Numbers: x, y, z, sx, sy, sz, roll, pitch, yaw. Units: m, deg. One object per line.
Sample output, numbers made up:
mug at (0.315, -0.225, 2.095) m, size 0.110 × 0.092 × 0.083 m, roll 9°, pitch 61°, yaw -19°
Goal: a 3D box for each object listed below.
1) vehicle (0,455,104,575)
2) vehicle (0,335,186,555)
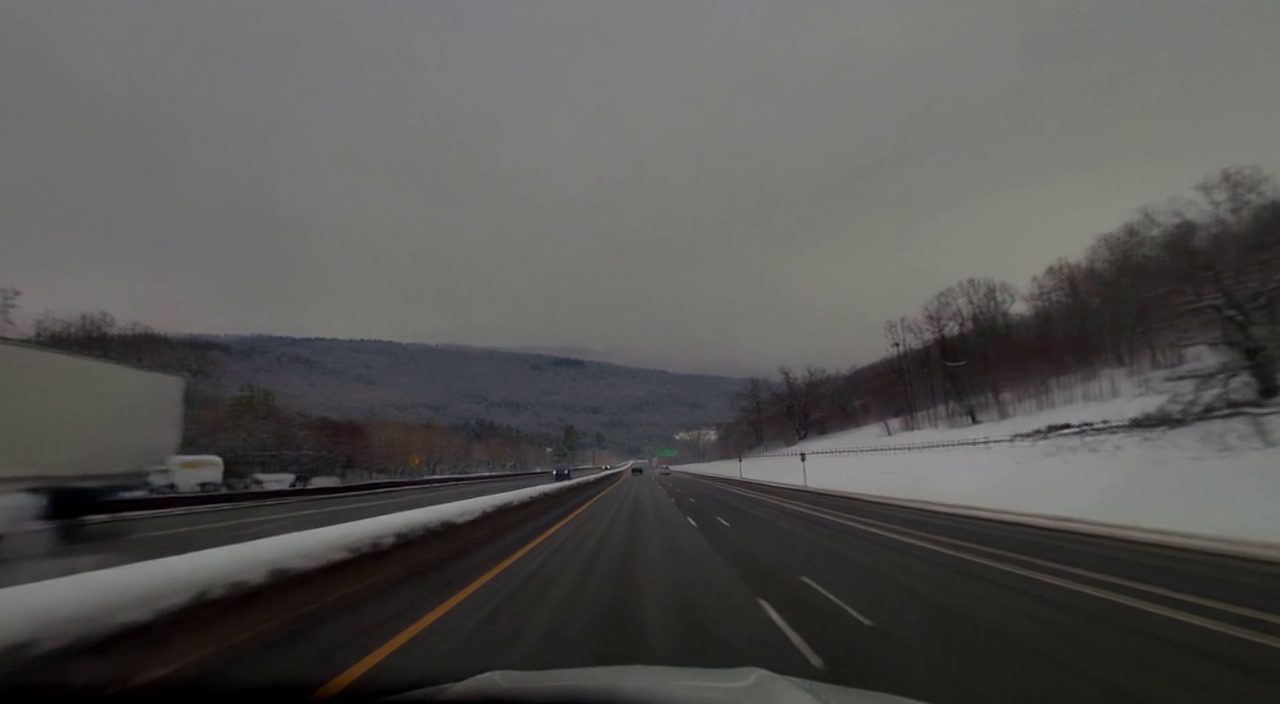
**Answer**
vehicle at (-9.257, 1.987, 7.512) m, size 1.903 × 1.543 × 4.233 m, roll 1°, pitch -10°, yaw 0°
vehicle at (-13.634, 1.306, 9.491) m, size 2.865 × 4.107 × 14.092 m, roll 1°, pitch -10°, yaw 0°
